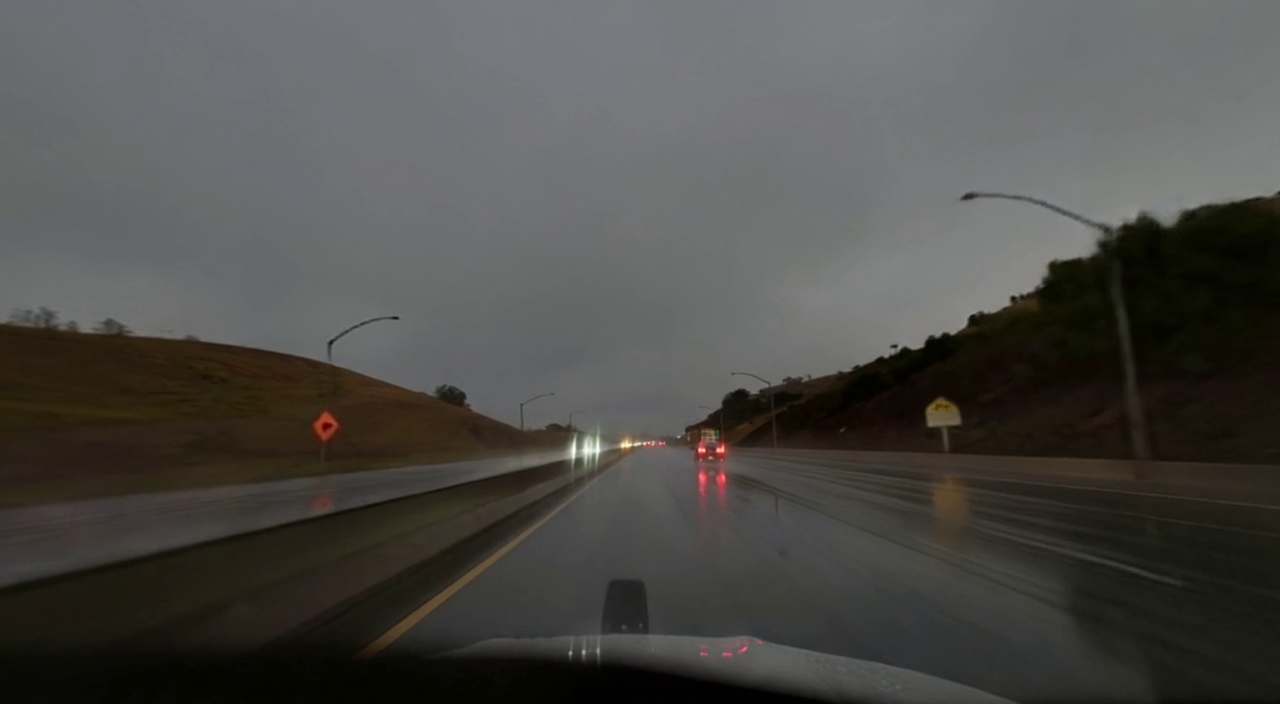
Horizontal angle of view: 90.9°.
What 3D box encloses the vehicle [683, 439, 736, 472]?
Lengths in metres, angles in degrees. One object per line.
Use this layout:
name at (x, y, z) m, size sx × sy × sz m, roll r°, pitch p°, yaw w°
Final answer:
vehicle at (3.208, 4.882, 30.020) m, size 2.044 × 1.444 × 4.216 m, roll 0°, pitch -8°, yaw 0°
